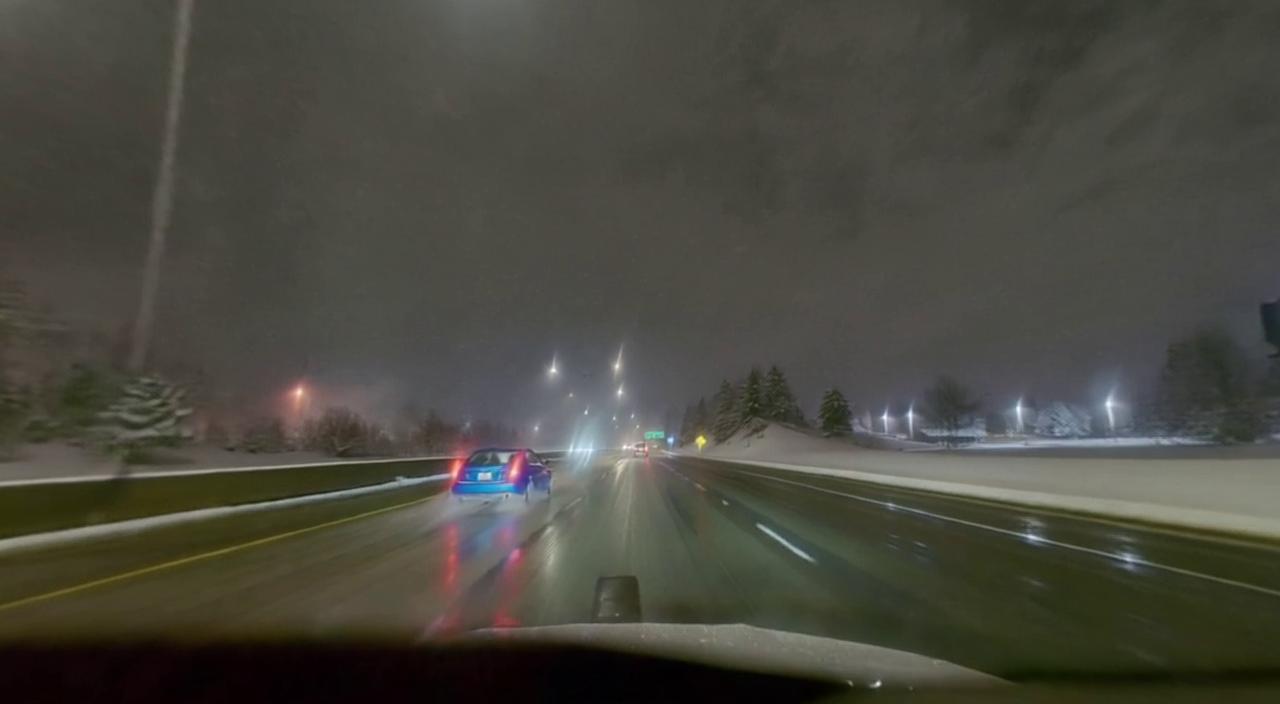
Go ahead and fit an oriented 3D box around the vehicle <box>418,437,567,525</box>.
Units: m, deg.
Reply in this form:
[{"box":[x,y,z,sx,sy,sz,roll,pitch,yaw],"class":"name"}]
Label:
[{"box":[-2.911,2.659,13.648,2.029,1.557,4.570,0,-9,1],"class":"vehicle"}]
